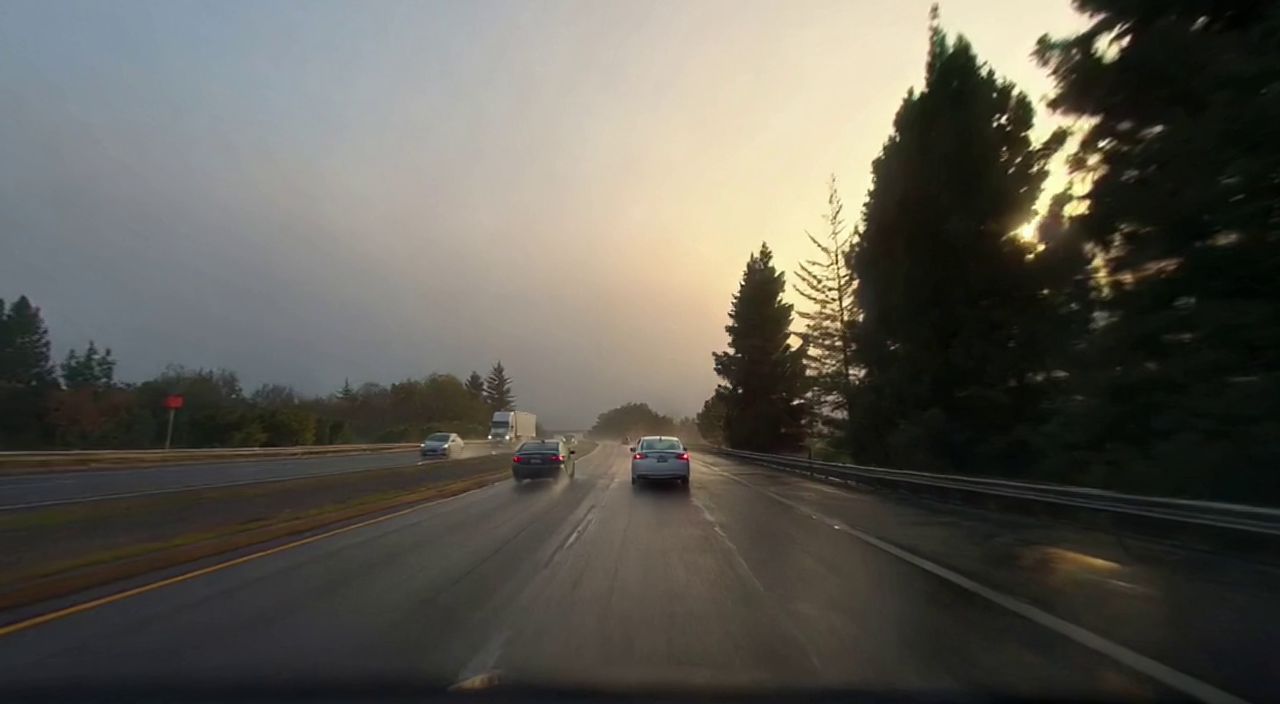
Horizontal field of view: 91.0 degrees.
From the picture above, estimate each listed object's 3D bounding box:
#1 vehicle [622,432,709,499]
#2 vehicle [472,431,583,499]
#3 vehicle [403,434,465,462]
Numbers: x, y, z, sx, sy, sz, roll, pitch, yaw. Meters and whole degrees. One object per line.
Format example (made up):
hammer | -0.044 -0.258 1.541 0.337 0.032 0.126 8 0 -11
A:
vehicle | 0.604 3.053 17.453 2.055 1.566 5.046 -1 -8 0
vehicle | -2.841 2.971 16.966 2.178 1.559 4.254 -1 -8 0
vehicle | -12.040 5.639 37.113 2.079 1.509 4.441 -1 -8 1
